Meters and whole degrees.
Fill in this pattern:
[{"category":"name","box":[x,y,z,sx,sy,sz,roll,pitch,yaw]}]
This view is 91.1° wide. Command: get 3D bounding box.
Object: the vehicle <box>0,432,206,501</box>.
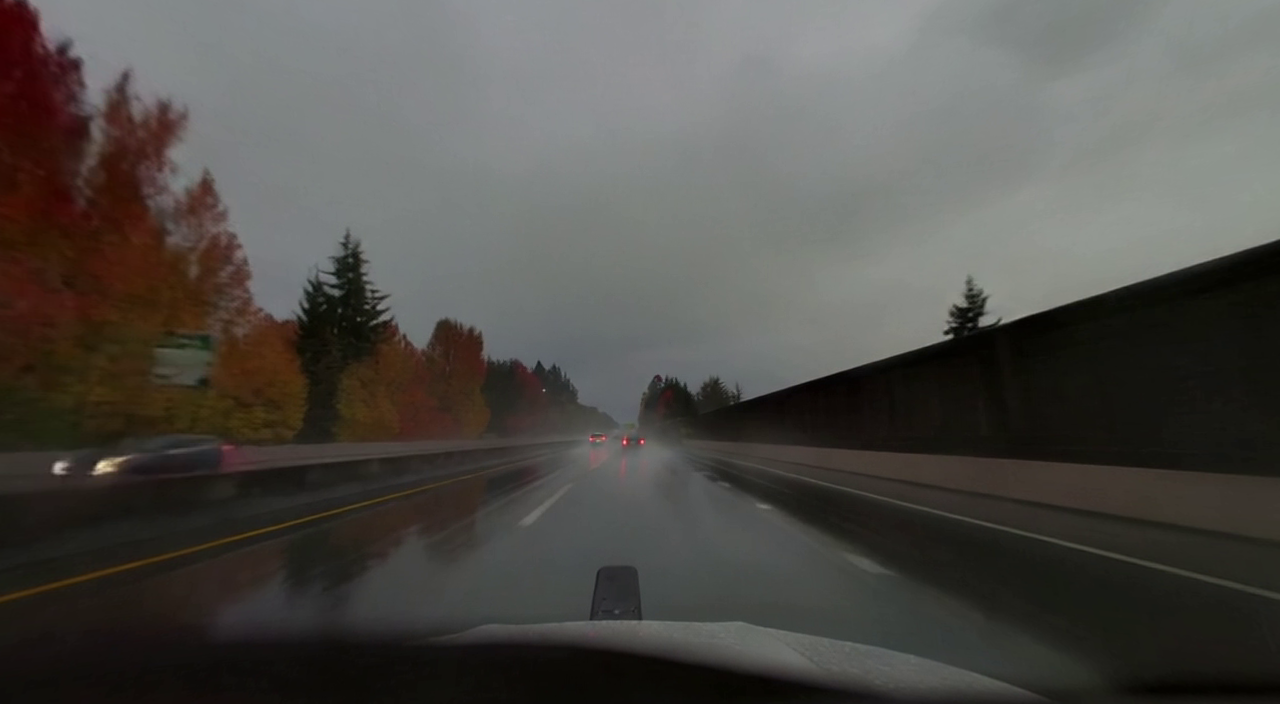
[{"category":"vehicle","box":[-16.190,3.378,19.239,1.997,1.795,5.328,0,-8,0]}]
